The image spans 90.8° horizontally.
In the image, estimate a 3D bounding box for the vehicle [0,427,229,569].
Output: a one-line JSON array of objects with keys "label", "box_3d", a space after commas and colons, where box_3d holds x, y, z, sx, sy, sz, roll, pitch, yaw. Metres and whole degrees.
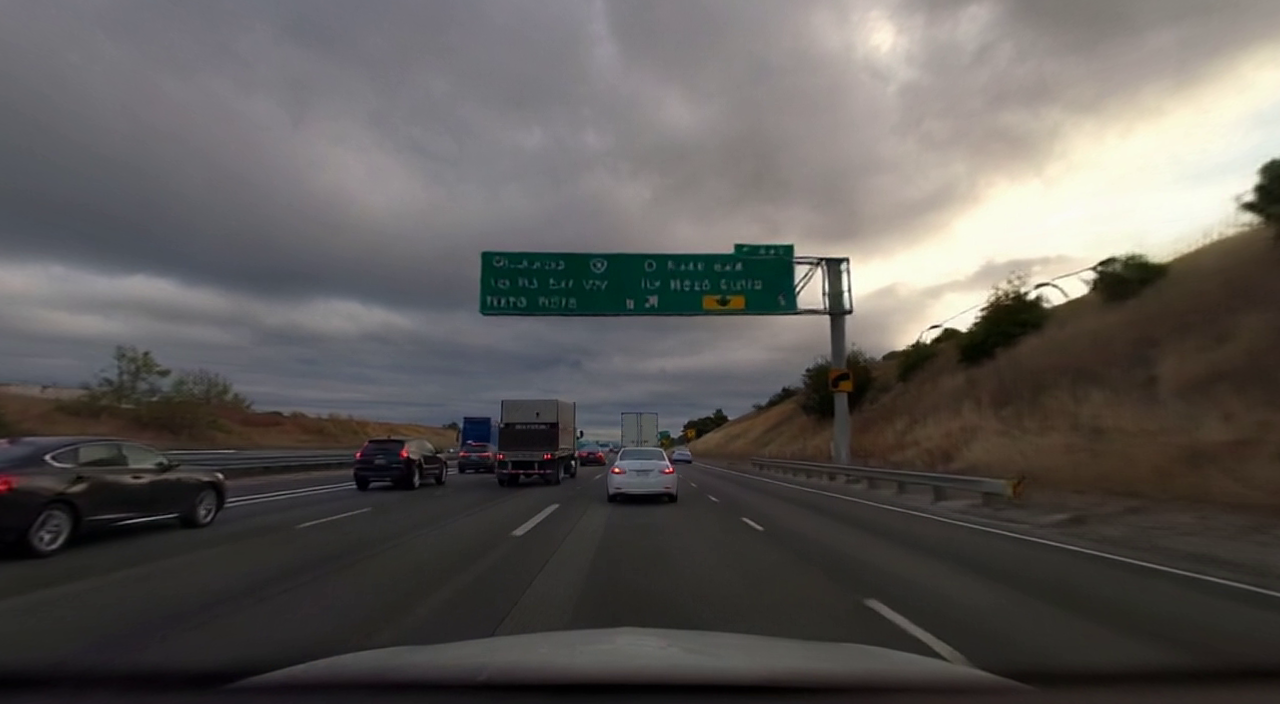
[{"label": "vehicle", "box_3d": [-7.880, 1.800, 8.221, 1.879, 1.521, 4.623, -1, -9, 1]}]

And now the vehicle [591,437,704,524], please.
[{"label": "vehicle", "box_3d": [0.092, 2.546, 12.951, 1.995, 1.495, 3.380, 0, -9, -1]}]

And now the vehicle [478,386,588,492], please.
[{"label": "vehicle", "box_3d": [-3.729, 3.321, 23.884, 2.812, 3.342, 7.248, -1, -9, 1]}]

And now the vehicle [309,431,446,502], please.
[{"label": "vehicle", "box_3d": [-7.289, 3.215, 18.090, 1.952, 1.746, 4.332, -1, -9, 1]}]
